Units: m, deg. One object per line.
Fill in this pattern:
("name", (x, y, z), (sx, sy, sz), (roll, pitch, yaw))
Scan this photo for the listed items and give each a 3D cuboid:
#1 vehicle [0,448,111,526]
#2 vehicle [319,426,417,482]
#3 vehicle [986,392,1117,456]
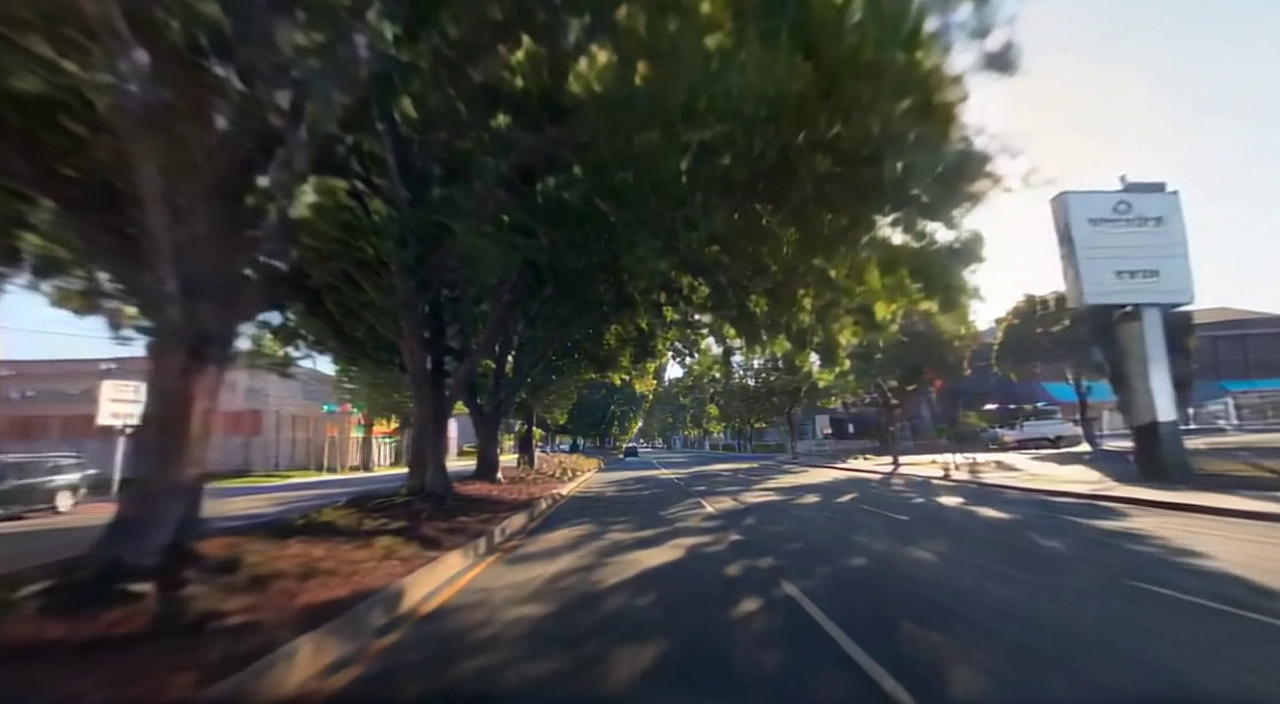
("vehicle", (-19.367, 3.981, 18.521), (2.648, 2.106, 6.148), (-2, -8, -3))
("vehicle", (-19.569, 7.410, 46.281), (2.966, 3.698, 9.217), (0, -9, 0))
("vehicle", (28.896, 5.101, 44.309), (8.627, 4.134, 2.881), (3, -9, -21))
